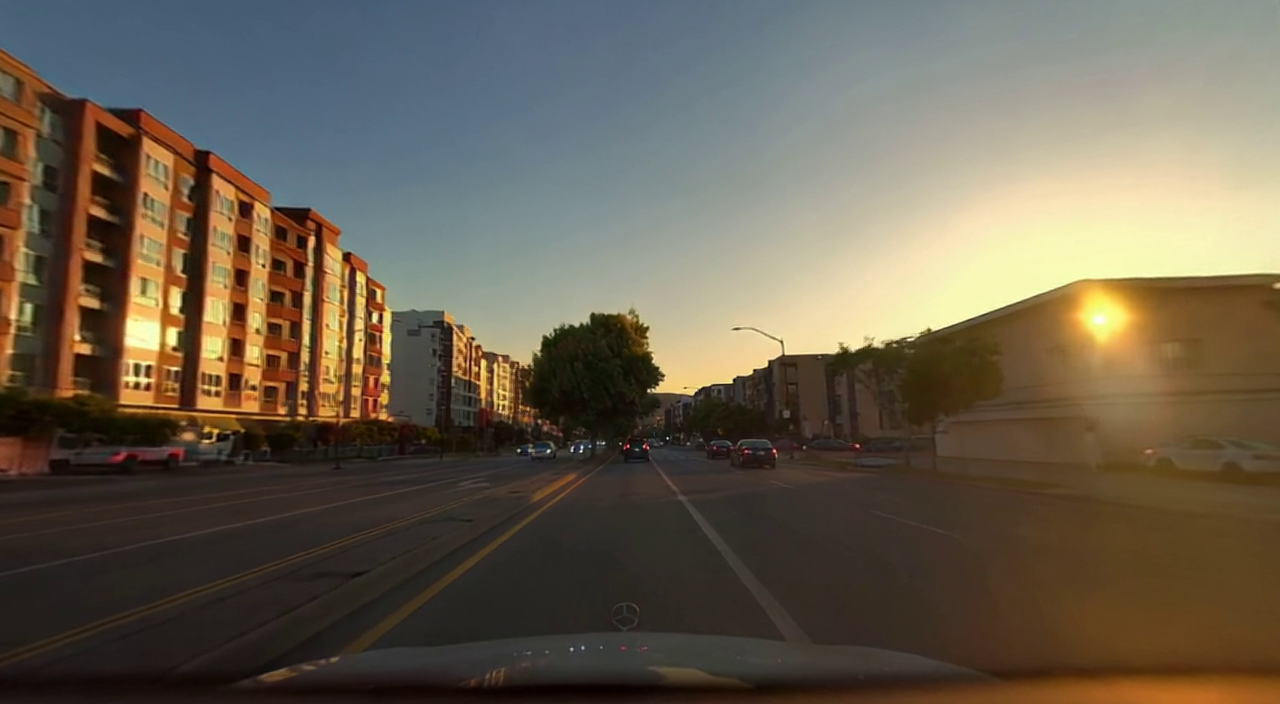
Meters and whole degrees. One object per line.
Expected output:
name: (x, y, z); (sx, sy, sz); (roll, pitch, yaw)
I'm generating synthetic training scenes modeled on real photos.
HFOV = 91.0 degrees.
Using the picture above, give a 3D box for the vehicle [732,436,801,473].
vehicle: (5.832, 4.778, 29.611); (2.121, 1.557, 4.898); (0, -9, -1)

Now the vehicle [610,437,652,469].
vehicle: (-0.471, 5.295, 33.216); (2.106, 1.553, 3.964); (0, -8, -1)

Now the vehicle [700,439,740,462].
vehicle: (5.618, 6.946, 44.590); (2.154, 1.554, 4.149); (0, -9, -2)

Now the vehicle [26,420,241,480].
vehicle: (-33.192, 6.474, 42.455); (4.125, 3.409, 11.667); (-1, -8, 5)

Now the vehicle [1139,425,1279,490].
vehicle: (20.449, 3.598, 21.708); (2.286, 1.948, 4.949); (0, -9, -1)
